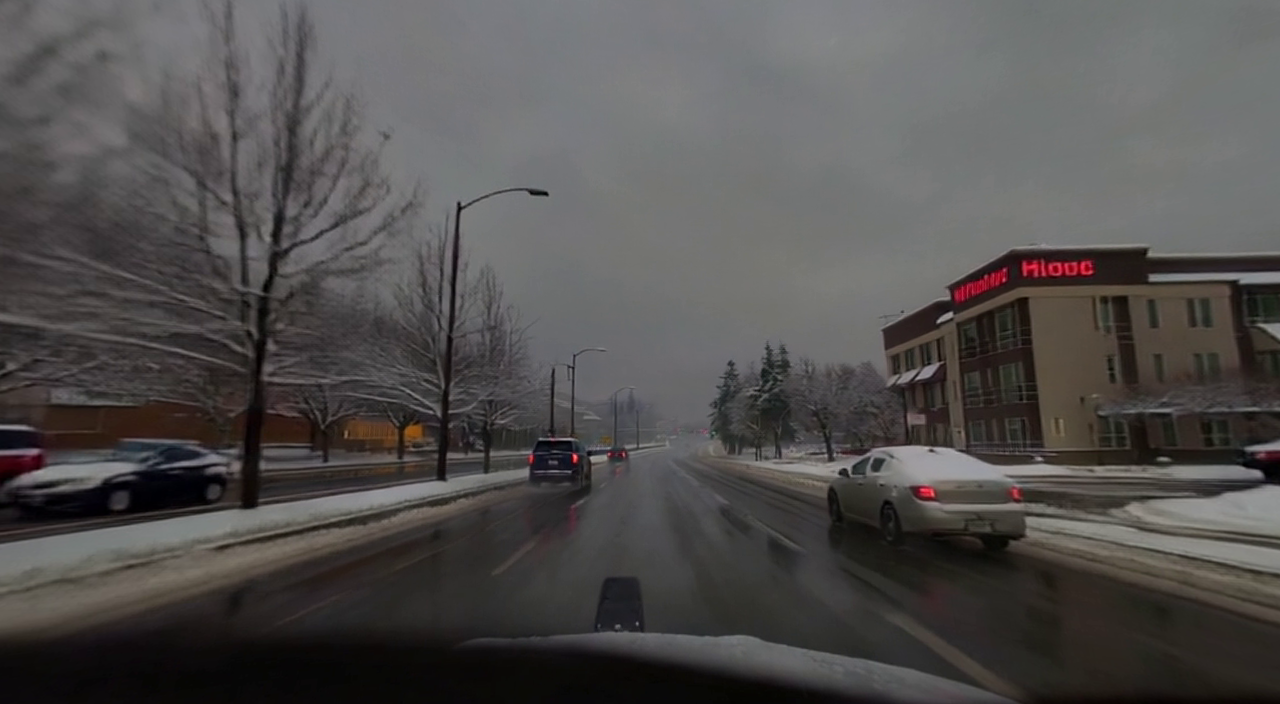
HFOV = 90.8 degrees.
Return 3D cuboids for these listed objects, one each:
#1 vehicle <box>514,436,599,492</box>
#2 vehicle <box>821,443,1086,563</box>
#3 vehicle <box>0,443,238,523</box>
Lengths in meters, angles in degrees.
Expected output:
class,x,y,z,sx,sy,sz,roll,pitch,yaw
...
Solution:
class,x,y,z,sx,sy,sz,roll,pitch,yaw
vehicle,-2.921,4.085,23.366,2.305,1.833,4.912,0,-9,2
vehicle,4.547,2.232,10.127,1.960,1.471,4.378,0,-9,-1
vehicle,-11.606,2.801,14.107,1.960,1.451,4.870,0,-9,1
